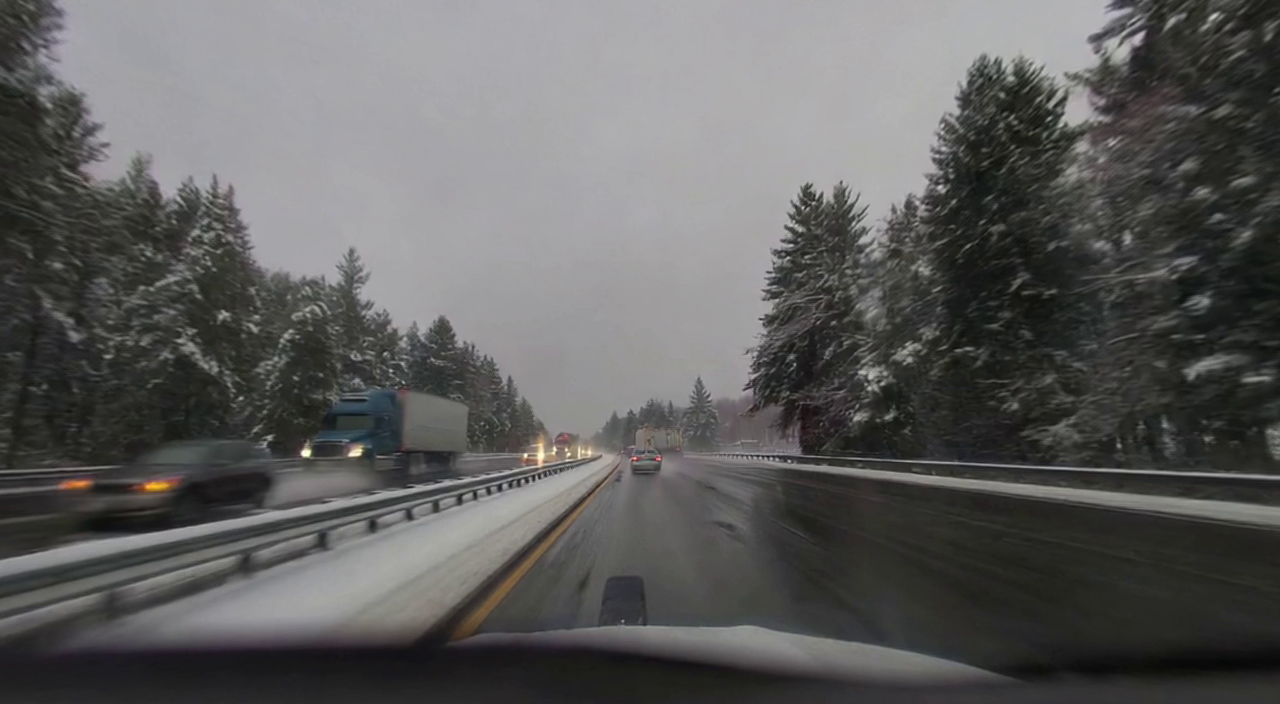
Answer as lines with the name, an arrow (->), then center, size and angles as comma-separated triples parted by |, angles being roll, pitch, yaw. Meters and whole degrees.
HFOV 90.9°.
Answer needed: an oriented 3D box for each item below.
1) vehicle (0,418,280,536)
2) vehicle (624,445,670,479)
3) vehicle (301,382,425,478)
vehicle -> -8.067, 1.960, 10.375 | 1.935, 1.557, 3.904 | 0, -9, 0
vehicle -> 0.271, 5.367, 31.006 | 2.069, 1.523, 4.012 | 0, -9, -2
vehicle -> -12.473, 3.654, 29.083 | 2.983, 3.990, 5.739 | 0, -9, 0
